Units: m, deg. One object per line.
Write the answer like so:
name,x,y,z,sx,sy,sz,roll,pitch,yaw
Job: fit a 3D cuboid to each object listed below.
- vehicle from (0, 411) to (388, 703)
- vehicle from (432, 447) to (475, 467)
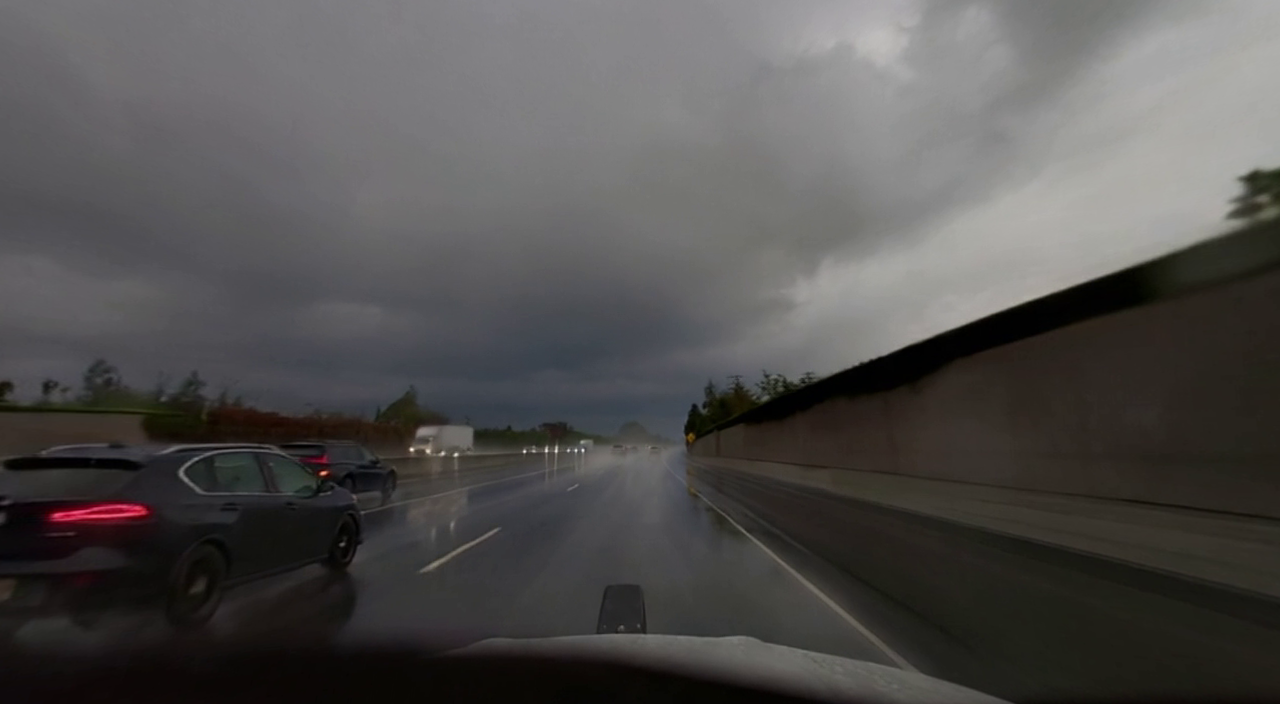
vehicle,-3.721,1.332,5.023,1.991,1.507,3.391,0,-9,0
vehicle,-14.653,8.291,49.875,1.920,1.485,4.442,0,-9,2
